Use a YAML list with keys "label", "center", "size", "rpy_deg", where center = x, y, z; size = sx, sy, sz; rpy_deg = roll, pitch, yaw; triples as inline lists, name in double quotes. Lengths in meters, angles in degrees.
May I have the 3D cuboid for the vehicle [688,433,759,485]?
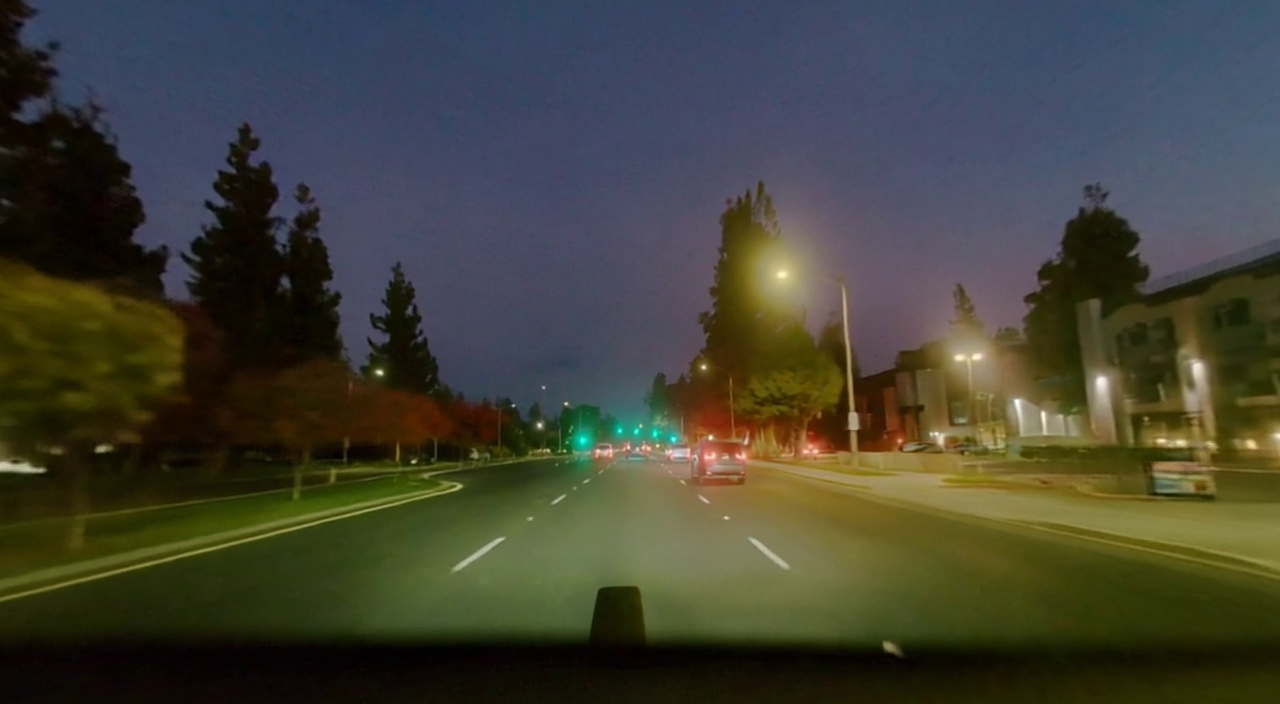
- label: "vehicle"
  center: [3.082, 4.073, 24.300]
  size: [2.060, 1.816, 4.343]
  rpy_deg: [0, -9, -1]
